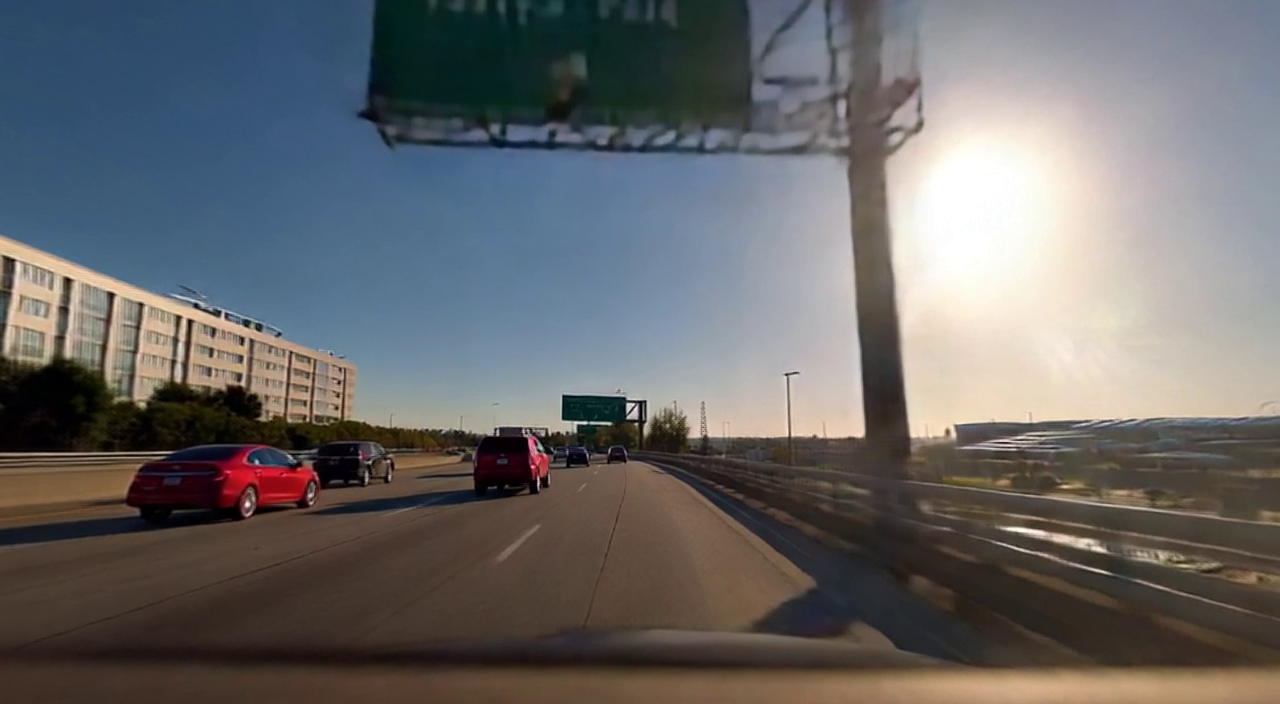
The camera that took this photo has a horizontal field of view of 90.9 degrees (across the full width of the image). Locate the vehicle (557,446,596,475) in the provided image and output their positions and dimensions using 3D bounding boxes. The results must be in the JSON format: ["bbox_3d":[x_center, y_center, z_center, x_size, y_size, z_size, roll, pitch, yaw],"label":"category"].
[{"bbox_3d":[-3.771,6.462,37.824,1.955,1.614,3.817,0,-8,0],"label":"vehicle"}]

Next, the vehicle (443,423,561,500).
[{"bbox_3d":[-3.943,3.248,19.119,2.301,1.985,5.247,0,-8,1],"label":"vehicle"}]

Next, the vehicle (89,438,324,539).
[{"bbox_3d":[-7.452,2.330,11.322,1.796,1.509,3.393,0,-8,0],"label":"vehicle"}]

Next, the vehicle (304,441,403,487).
[{"bbox_3d":[-11.436,4.470,25.564,1.919,1.665,4.394,0,-8,0],"label":"vehicle"}]
